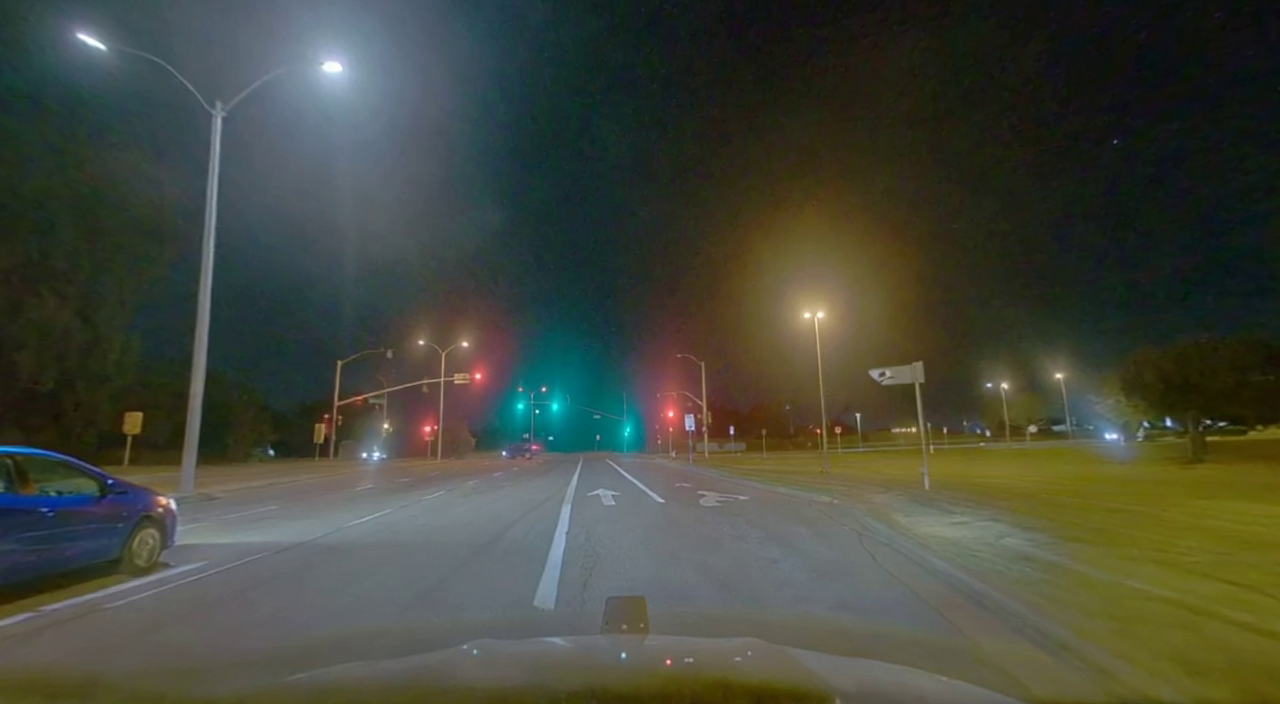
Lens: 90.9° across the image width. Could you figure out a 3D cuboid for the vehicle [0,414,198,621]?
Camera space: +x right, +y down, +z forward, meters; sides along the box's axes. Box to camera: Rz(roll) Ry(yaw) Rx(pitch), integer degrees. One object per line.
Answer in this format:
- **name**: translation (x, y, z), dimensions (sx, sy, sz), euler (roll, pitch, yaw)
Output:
- **vehicle**: translation (-5.808, 1.245, 4.763), dimensions (2.096, 1.521, 4.231), euler (1, -8, -5)
